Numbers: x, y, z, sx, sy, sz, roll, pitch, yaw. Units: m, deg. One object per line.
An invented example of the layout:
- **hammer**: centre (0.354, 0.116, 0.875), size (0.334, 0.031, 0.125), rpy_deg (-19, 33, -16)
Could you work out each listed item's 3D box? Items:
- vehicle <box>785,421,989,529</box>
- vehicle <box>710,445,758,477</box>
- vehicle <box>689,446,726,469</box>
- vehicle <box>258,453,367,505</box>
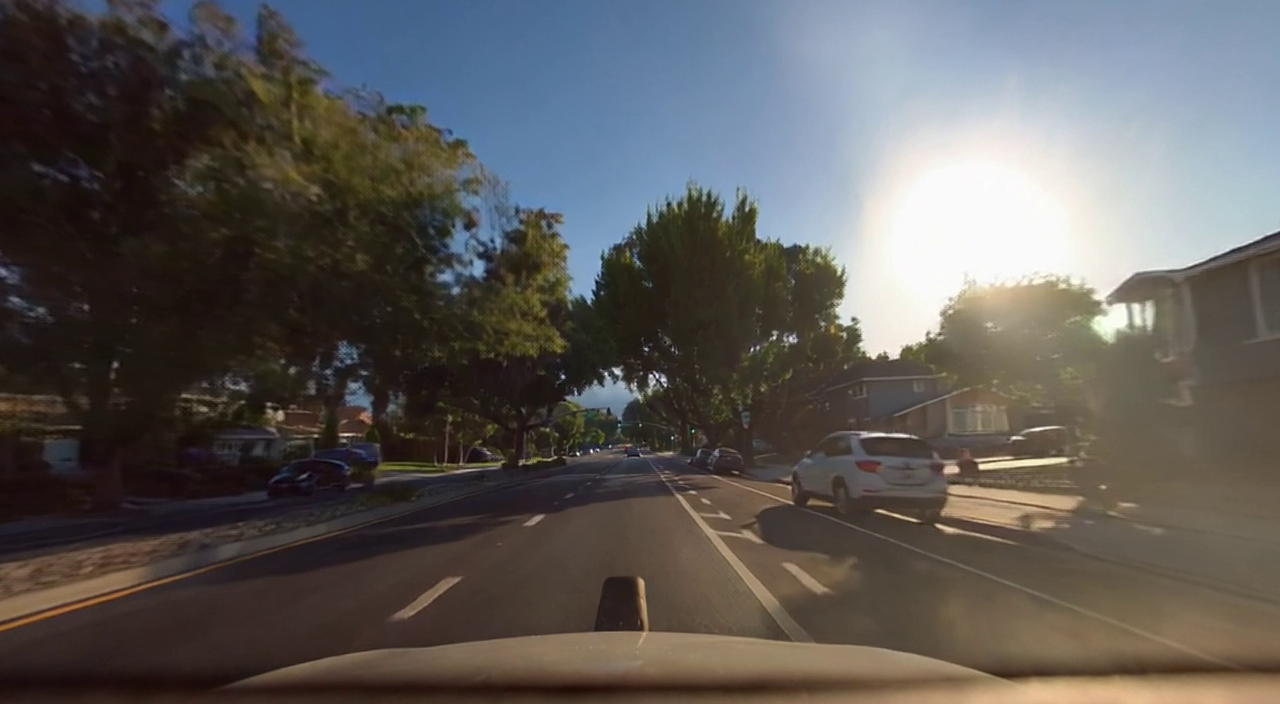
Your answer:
- **vehicle**: centre (4.728, 2.434, 13.102), size (2.180, 1.782, 4.790), rpy_deg (0, -8, -1)
- **vehicle**: centre (4.770, 5.587, 32.646), size (1.875, 1.540, 3.402), rpy_deg (0, -8, -1)
- **vehicle**: centre (4.654, 7.346, 44.104), size (2.065, 1.463, 4.814), rpy_deg (-1, -8, 1)
- **vehicle**: centre (-12.342, 4.761, 24.126), size (1.939, 1.537, 4.197), rpy_deg (-3, -7, 0)
